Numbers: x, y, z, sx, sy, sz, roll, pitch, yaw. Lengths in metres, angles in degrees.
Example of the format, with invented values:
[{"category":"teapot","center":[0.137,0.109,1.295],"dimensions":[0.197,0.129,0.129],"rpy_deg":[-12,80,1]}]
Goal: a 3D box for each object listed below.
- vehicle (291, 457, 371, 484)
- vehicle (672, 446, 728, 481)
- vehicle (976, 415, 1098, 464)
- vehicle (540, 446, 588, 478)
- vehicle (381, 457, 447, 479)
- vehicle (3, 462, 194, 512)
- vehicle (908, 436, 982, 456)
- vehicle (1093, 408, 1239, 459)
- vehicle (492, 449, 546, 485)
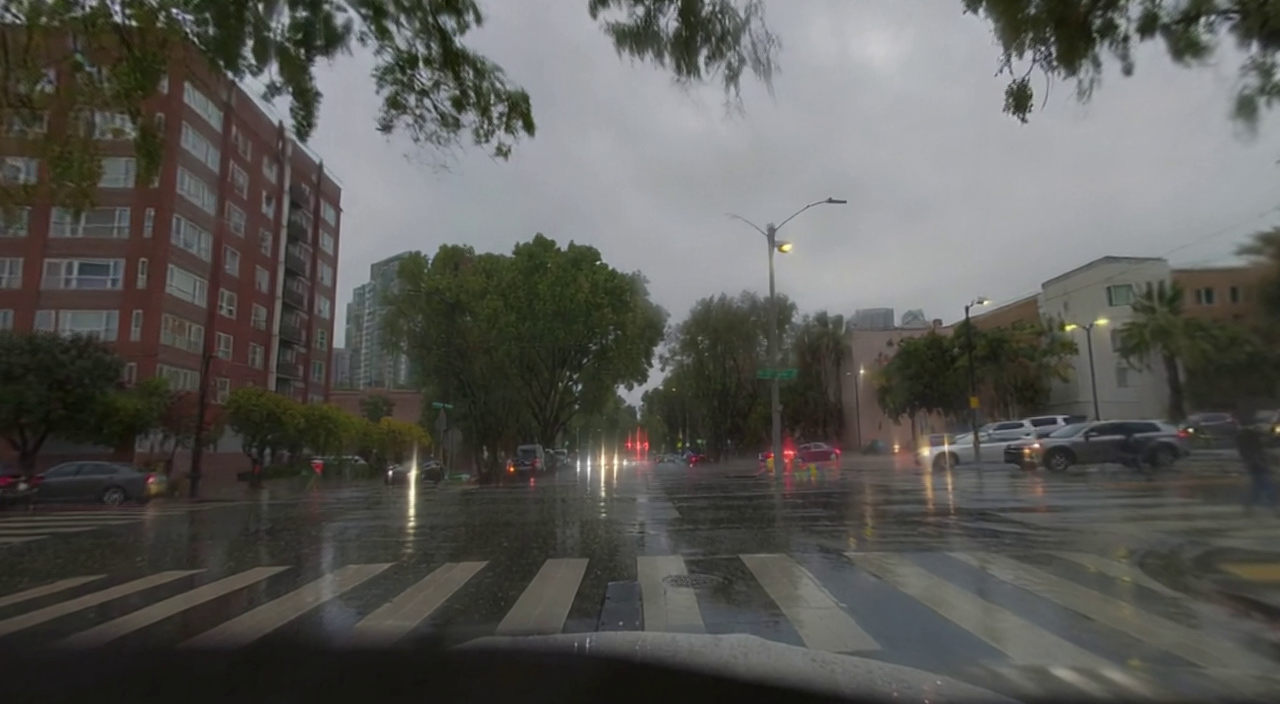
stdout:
[{"category":"vehicle","center":[-23.174,8.886,47.473],"dimensions":[4.844,1.836,2.117],"rpy_deg":[-1,-8,4]},{"category":"vehicle","center":[3.281,5.895,33.693],"dimensions":[1.942,1.603,3.785],"rpy_deg":[1,-7,22]},{"category":"vehicle","center":[16.743,3.791,26.996],"dimensions":[2.041,1.921,4.574],"rpy_deg":[0,-9,-2]},{"category":"vehicle","center":[-4.445,6.548,37.695],"dimensions":[2.102,1.768,4.290],"rpy_deg":[-1,-9,3]},{"category":"vehicle","center":[-16.907,8.662,47.371],"dimensions":[4.203,1.544,1.889],"rpy_deg":[0,-8,2]},{"category":"vehicle","center":[-17.316,4.316,20.373],"dimensions":[4.439,1.448,1.793],"rpy_deg":[0,-9,0]},{"category":"vehicle","center":[23.014,7.088,47.770],"dimensions":[4.528,1.475,2.070],"rpy_deg":[0,-8,3]},{"category":"vehicle","center":[22.304,3.533,27.143],"dimensions":[2.137,1.962,4.988],"rpy_deg":[-1,-8,3]},{"category":"vehicle","center":[-7.616,7.250,40.251],"dimensions":[2.193,1.814,5.061],"rpy_deg":[-9,-8,0]}]
